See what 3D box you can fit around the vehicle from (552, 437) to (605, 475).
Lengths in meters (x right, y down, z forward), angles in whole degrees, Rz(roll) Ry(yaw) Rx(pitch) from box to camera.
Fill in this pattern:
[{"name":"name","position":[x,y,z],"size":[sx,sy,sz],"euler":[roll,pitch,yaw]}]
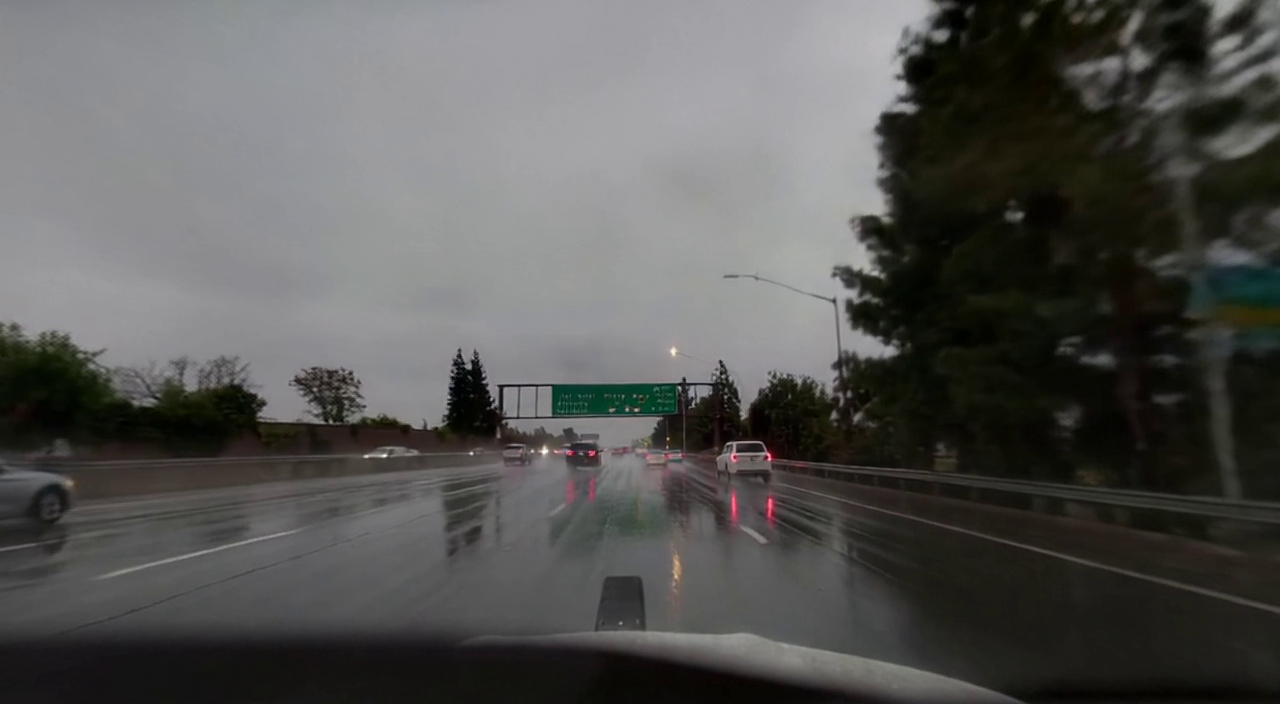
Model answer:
[{"name":"vehicle","position":[-3.337,5.828,35.462],"size":[2.449,1.929,5.503],"euler":[0,-9,0]}]

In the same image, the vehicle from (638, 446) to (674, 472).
[{"name":"vehicle","position":[0.985,6.711,39.761],"size":[2.126,1.529,4.438],"euler":[0,-9,1]}]

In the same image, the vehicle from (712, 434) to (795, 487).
[{"name":"vehicle","position":[4.152,4.090,23.968],"size":[2.218,1.776,4.807],"euler":[0,-9,0]}]

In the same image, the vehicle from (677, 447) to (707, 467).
[{"name":"vehicle","position":[4.004,8.135,48.933],"size":[1.929,1.485,4.482],"euler":[0,-9,0]}]
